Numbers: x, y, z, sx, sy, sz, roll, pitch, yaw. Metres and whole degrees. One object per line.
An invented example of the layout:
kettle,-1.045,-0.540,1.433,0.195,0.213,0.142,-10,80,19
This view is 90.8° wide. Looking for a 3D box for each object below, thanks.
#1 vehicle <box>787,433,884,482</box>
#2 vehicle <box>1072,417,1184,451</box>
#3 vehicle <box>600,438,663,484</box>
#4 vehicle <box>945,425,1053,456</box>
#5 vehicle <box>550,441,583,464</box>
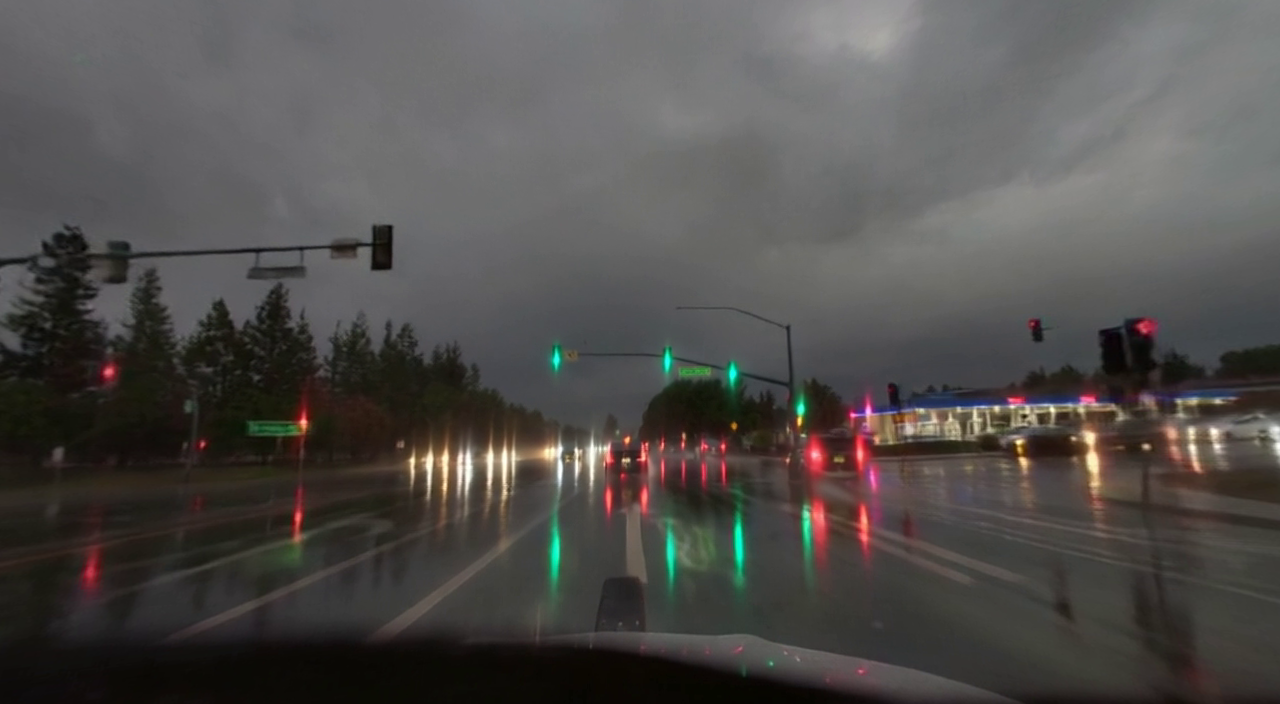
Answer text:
vehicle,6.558,3.580,21.743,1.890,1.489,4.396,0,-8,0
vehicle,27.390,4.626,35.533,4.724,1.793,1.777,0,-8,1
vehicle,-0.290,3.823,22.428,2.040,1.451,3.736,0,-8,0
vehicle,20.034,4.974,35.406,4.796,1.488,1.966,-2,-9,-1
vehicle,-5.584,7.707,48.544,1.990,1.673,4.436,-1,-8,1
